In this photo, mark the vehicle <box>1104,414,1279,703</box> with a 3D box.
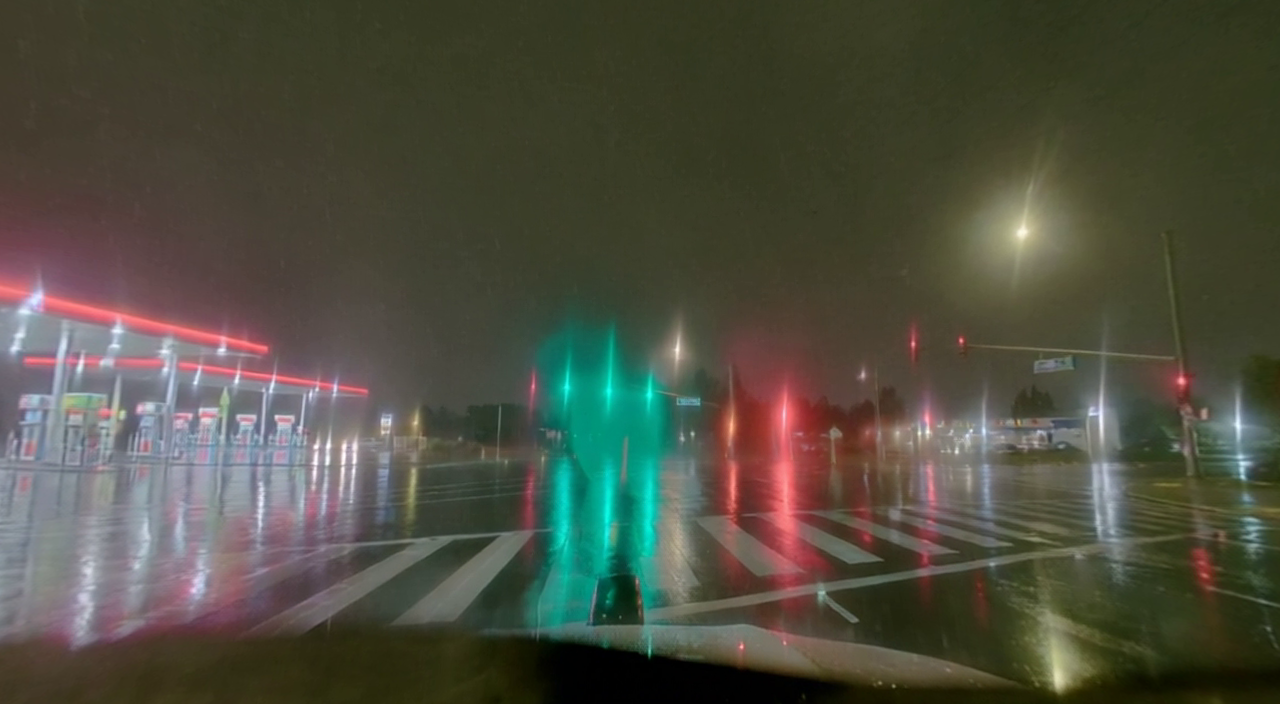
[{"bbox_3d":[3.313,0.728,0.816,2.023,1.437,4.477,0,-9,0],"label":"vehicle"}]
